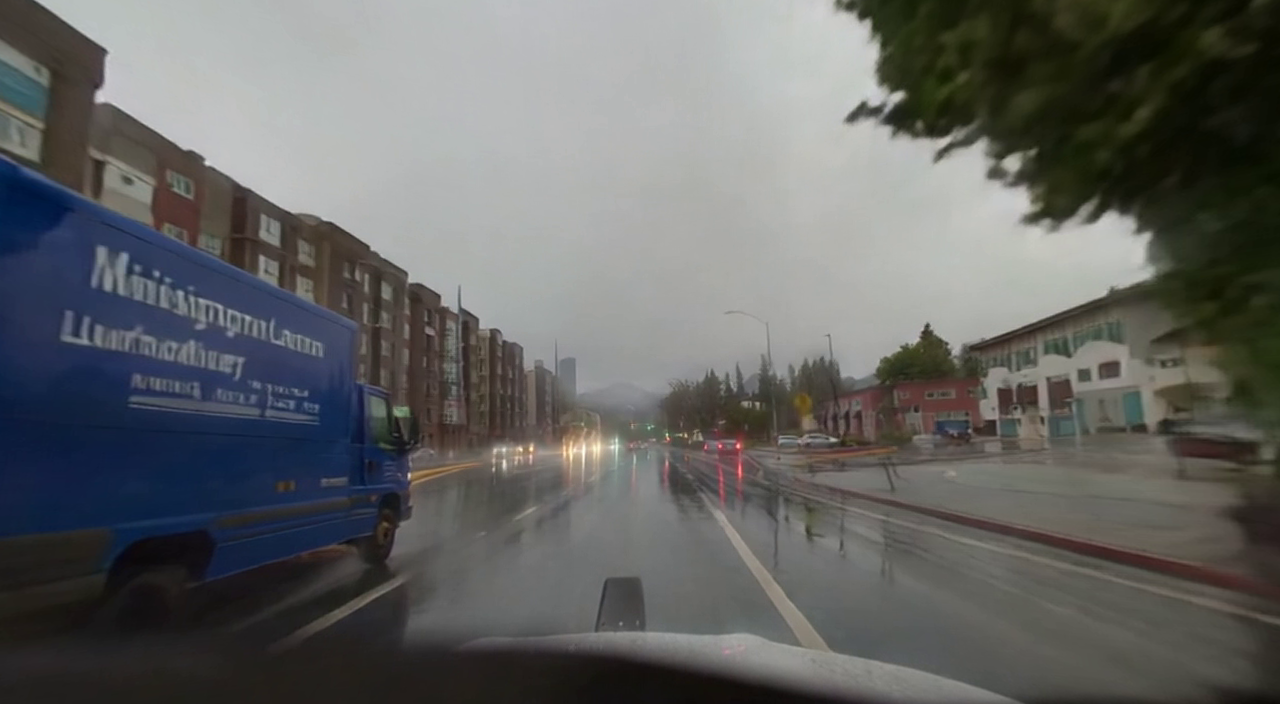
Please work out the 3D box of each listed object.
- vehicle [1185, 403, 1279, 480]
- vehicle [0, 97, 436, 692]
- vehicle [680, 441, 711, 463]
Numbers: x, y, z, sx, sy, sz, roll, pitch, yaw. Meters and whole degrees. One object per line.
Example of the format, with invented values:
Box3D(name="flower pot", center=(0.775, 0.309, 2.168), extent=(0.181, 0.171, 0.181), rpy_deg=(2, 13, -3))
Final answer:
Box3D(name="vehicle", center=(15.875, 2.315, 16.534), extent=(1.976, 1.729, 5.166), rpy_deg=(-8, -11, 43))
Box3D(name="vehicle", center=(-4.674, 0.684, 6.481), extent=(2.763, 2.974, 7.562), rpy_deg=(0, -8, -1))
Box3D(name="vehicle", center=(4.128, 7.501, 47.401), extent=(1.878, 1.534, 4.120), rpy_deg=(0, -8, 0))
